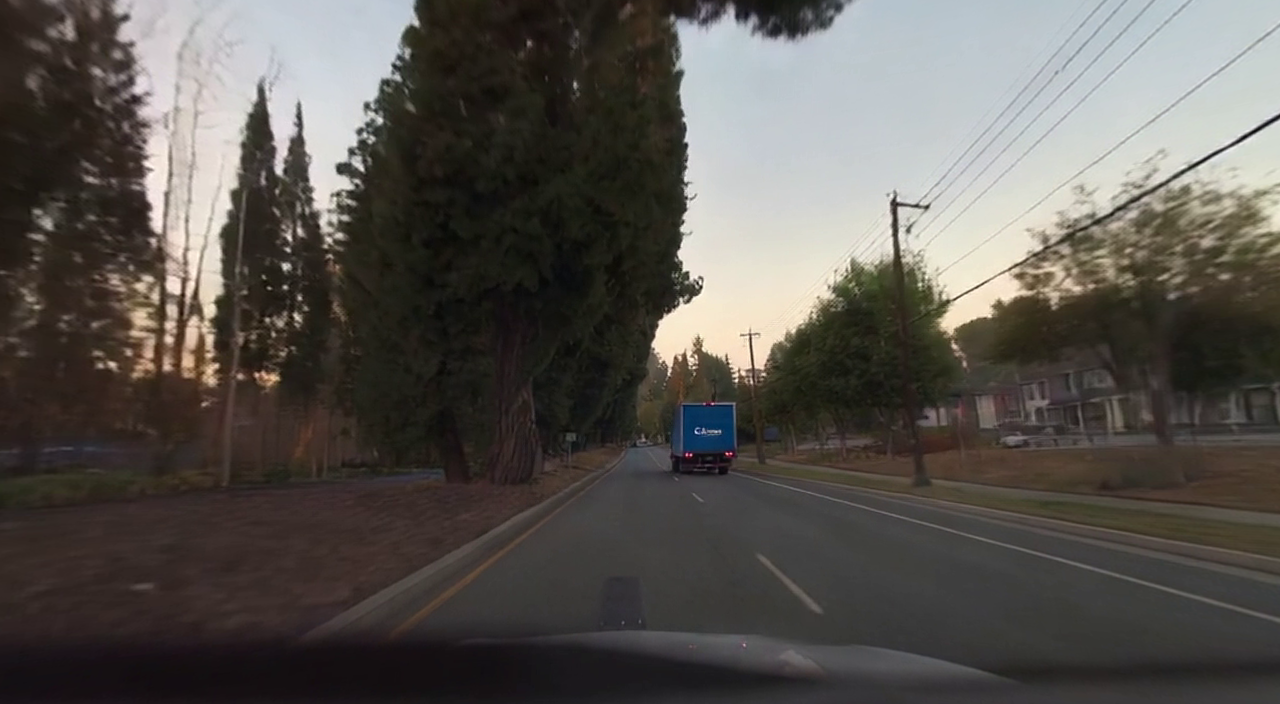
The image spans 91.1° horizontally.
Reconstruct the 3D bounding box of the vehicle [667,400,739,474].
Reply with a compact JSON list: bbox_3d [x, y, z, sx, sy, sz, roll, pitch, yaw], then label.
[{"bbox_3d":[3.453,5.115,37.356,2.973,3.848,9.336,0,-8,-2],"label":"vehicle"}]
